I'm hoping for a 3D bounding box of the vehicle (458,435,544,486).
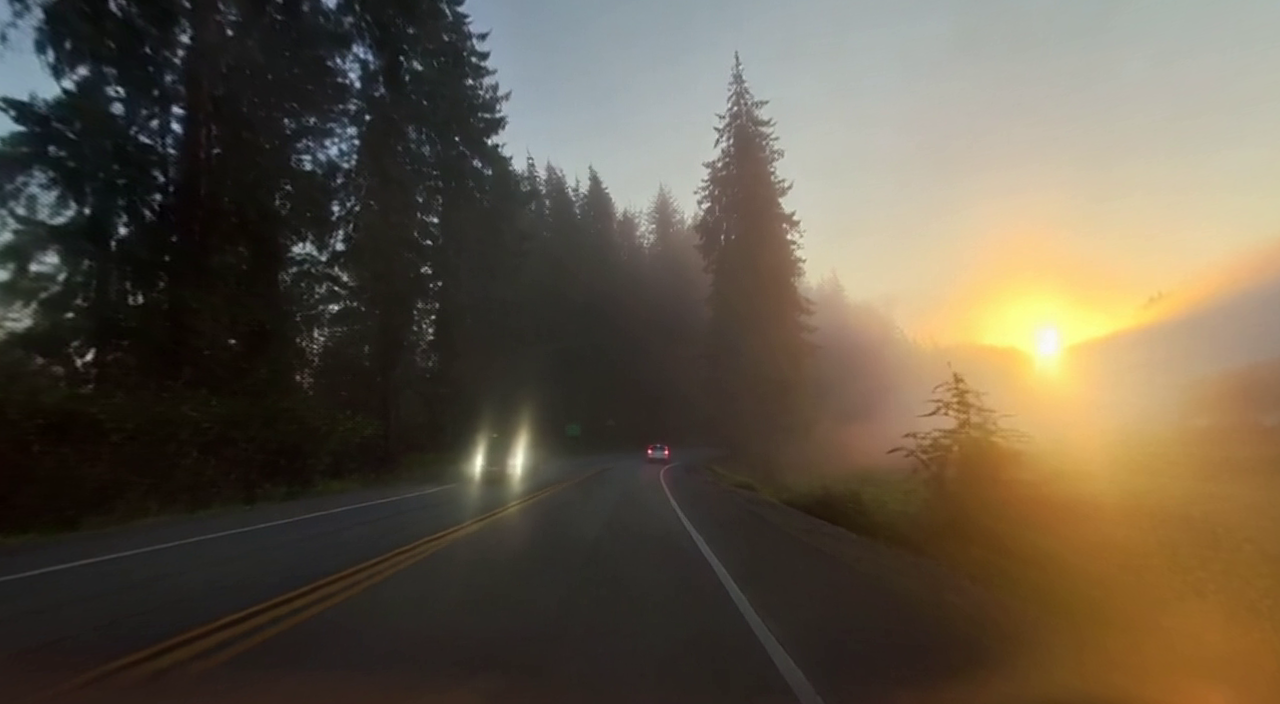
[{"bbox_3d":[-5.066,4.015,23.669,2.140,1.727,4.202,0,-9,2],"label":"vehicle"}]
